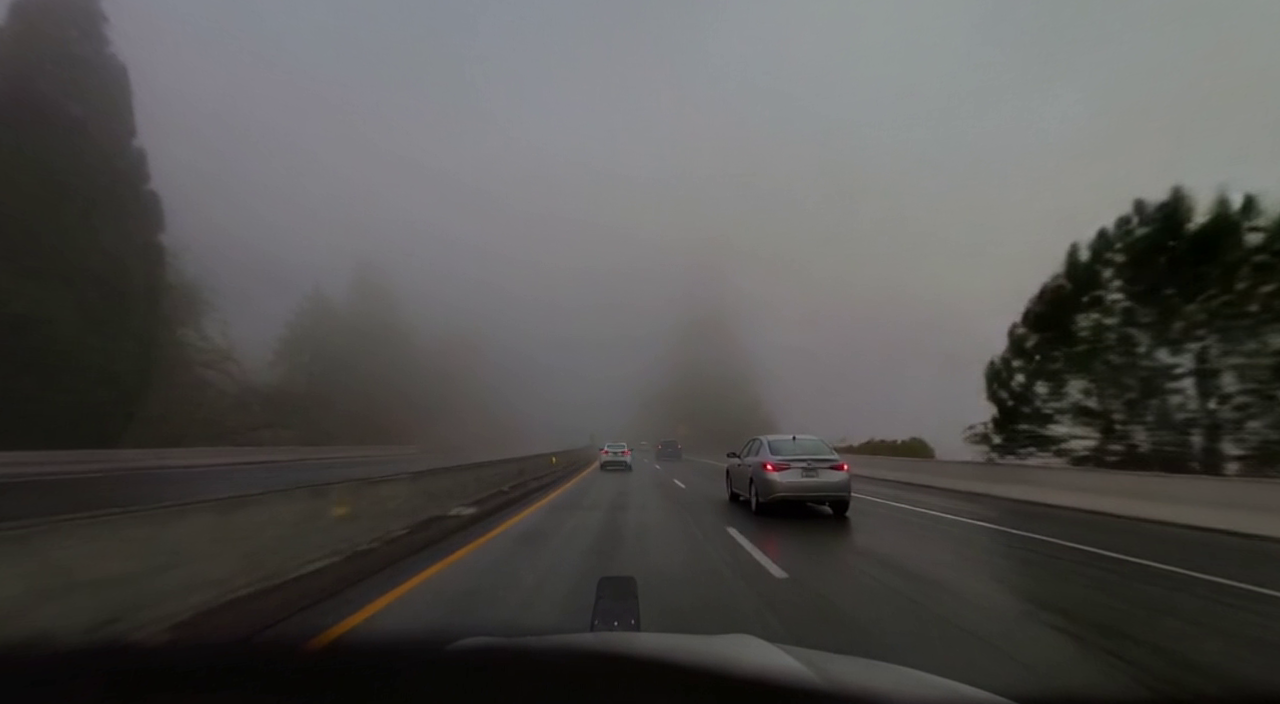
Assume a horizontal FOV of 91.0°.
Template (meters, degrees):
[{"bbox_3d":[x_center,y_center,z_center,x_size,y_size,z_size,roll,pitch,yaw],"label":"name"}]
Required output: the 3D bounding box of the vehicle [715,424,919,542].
[{"bbox_3d":[2.710,2.137,11.101,2.055,1.566,5.046,0,-8,-1],"label":"vehicle"}]

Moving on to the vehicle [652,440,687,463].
[{"bbox_3d":[2.010,6.974,44.211,2.146,1.546,3.796,0,-8,-1],"label":"vehicle"}]

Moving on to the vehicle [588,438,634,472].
[{"bbox_3d":[-1.468,5.154,31.716,2.178,1.559,4.254,0,-8,-3],"label":"vehicle"}]
